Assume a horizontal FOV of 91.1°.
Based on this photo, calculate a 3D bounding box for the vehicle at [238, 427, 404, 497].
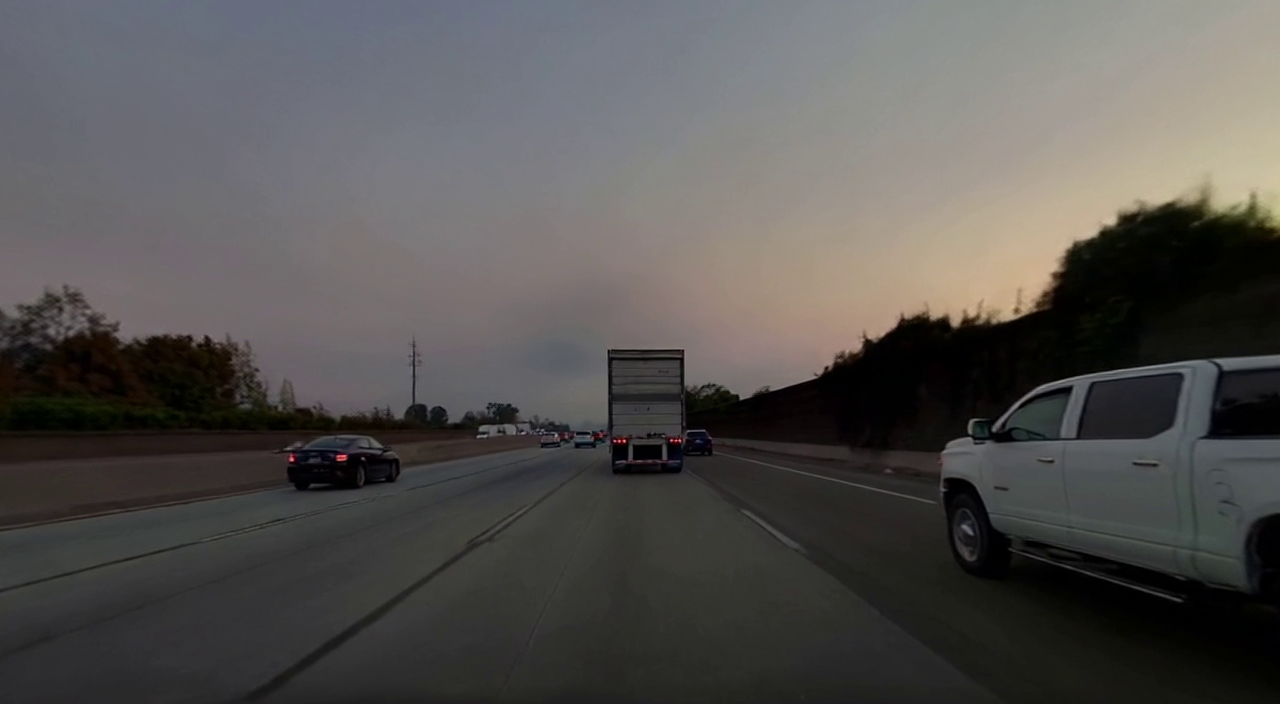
[{"bbox_3d":[-7.671,2.646,15.657,2.059,1.500,4.001,0,-8,-1],"label":"vehicle"}]

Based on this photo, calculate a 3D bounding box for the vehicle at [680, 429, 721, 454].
[{"bbox_3d":[3.851,5.827,41.067,2.044,1.508,4.716,0,-8,-2],"label":"vehicle"}]

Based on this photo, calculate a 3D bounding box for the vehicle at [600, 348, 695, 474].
[{"bbox_3d":[-0.014,2.504,24.738,2.904,3.915,10.473,0,-8,-3],"label":"vehicle"}]

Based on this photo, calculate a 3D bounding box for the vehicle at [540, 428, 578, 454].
[{"bbox_3d":[-5.433,6.024,42.640,2.134,1.650,4.133,0,-8,-2],"label":"vehicle"}]

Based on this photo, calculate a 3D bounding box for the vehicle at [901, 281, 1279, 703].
[{"bbox_3d":[3.615,0.764,3.495,2.118,1.832,4.901,0,-8,-1],"label":"vehicle"}]
